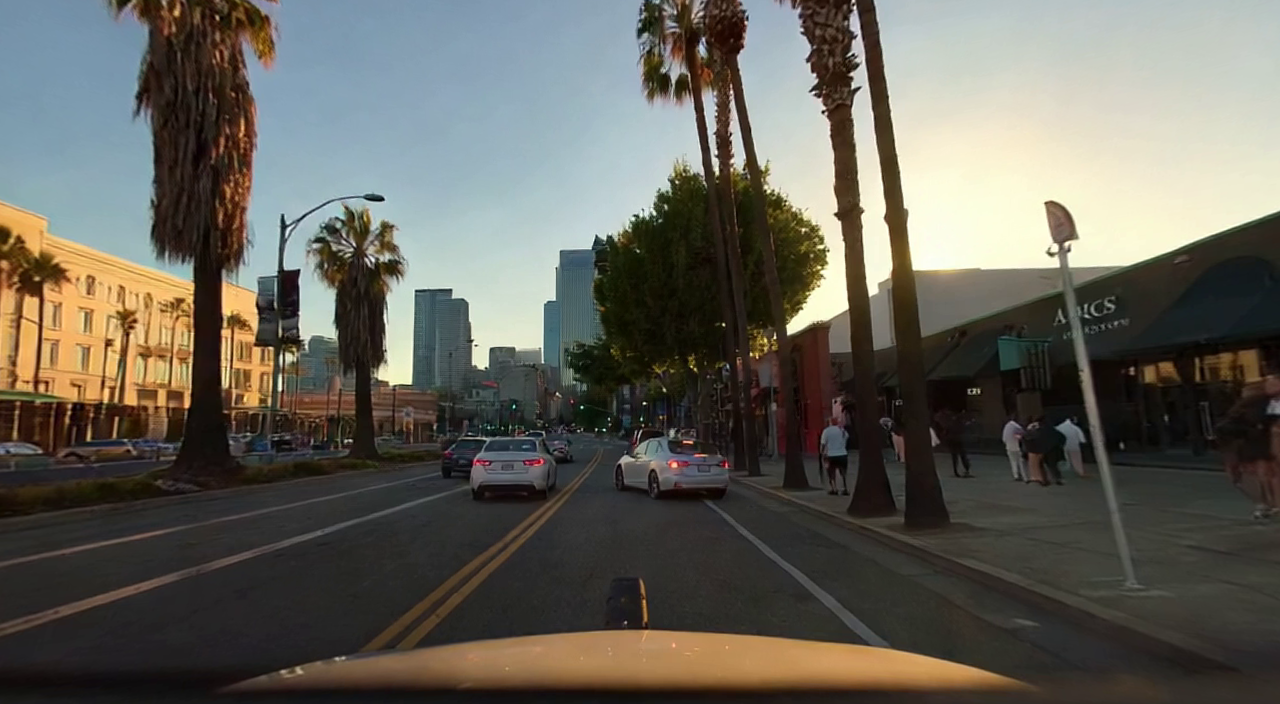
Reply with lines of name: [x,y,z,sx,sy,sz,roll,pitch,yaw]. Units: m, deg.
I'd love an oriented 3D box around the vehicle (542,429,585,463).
vehicle: [-4.643,5.805,38.893,2.277,1.937,4.487,0,-9,-2]

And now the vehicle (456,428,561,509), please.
vehicle: [-2.961,2.719,15.126,2.039,1.628,4.331,1,-9,-7]

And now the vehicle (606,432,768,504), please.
vehicle: [0.942,2.788,15.617,1.930,1.477,4.657,4,-9,-25]

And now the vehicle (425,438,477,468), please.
vehicle: [-10.676,5.707,35.871,1.930,1.583,4.423,0,-9,-5]
